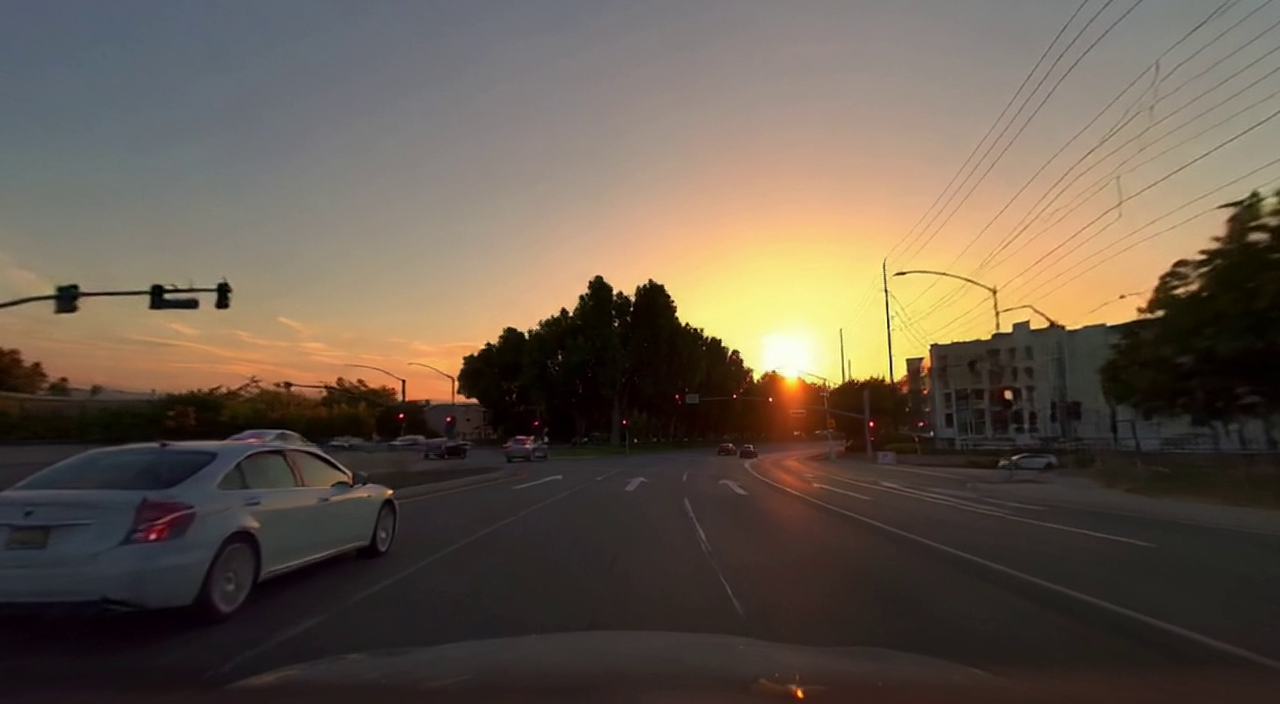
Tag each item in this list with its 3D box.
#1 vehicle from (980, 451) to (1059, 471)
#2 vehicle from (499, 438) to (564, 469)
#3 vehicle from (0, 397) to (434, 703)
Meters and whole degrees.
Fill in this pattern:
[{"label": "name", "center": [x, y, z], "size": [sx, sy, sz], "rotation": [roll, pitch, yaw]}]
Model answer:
[{"label": "vehicle", "center": [28.712, 8.269, 47.948], "size": [4.636, 1.433, 1.930], "rotation": [-2, -9, 14]}, {"label": "vehicle", "center": [-5.576, 5.316, 33.159], "size": [2.016, 1.501, 4.903], "rotation": [-1, -9, 7]}, {"label": "vehicle", "center": [-3.377, 1.259, 5.038], "size": [1.934, 1.463, 4.220], "rotation": [0, -9, 1]}]
